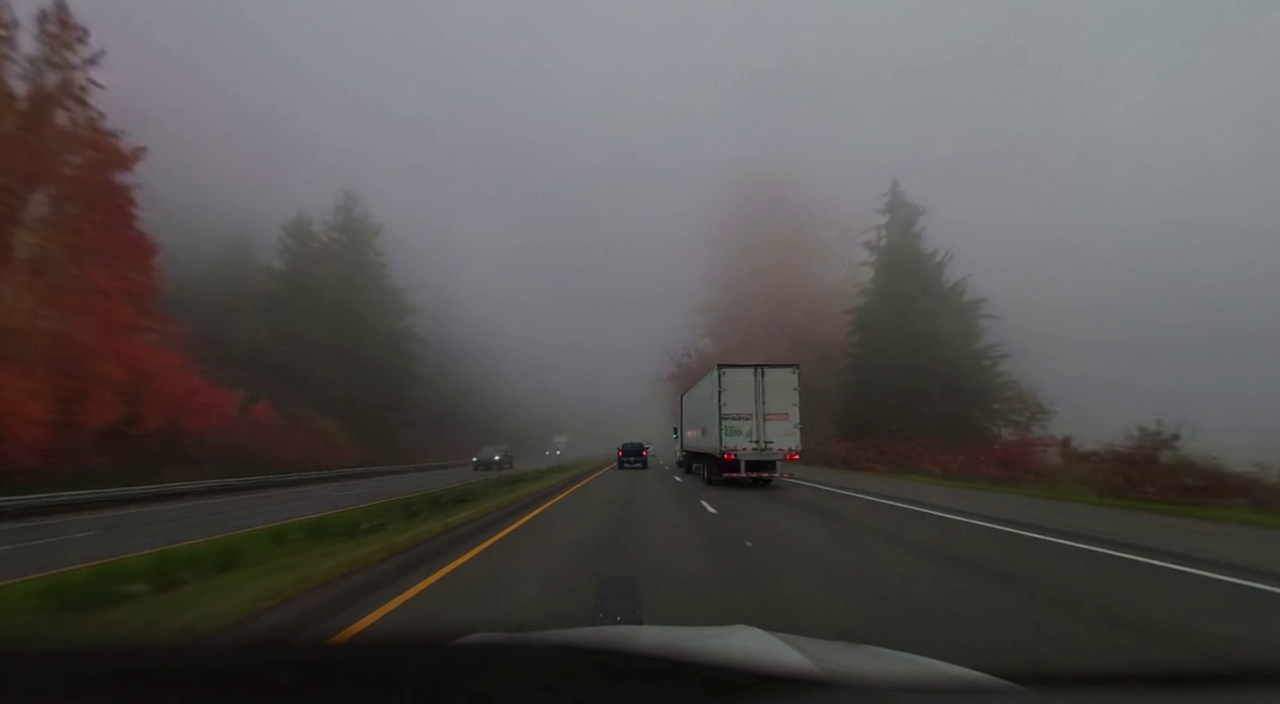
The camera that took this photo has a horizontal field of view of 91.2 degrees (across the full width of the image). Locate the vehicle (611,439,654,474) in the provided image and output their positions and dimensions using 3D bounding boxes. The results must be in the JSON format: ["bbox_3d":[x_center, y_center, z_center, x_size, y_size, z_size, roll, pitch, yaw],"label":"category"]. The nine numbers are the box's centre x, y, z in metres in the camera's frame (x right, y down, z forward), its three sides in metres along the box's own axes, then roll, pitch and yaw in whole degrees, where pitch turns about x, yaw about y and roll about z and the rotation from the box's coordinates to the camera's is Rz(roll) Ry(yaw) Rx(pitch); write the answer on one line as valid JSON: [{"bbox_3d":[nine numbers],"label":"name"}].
[{"bbox_3d":[-0.399,5.472,33.141,2.151,1.693,4.201,0,-9,0],"label":"vehicle"}]

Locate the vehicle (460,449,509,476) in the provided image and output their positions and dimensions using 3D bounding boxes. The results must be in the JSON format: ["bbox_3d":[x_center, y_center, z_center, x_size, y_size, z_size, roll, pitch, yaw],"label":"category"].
[{"bbox_3d":[-9.347,6.682,38.003,1.994,1.505,4.005,0,-9,-1],"label":"vehicle"}]

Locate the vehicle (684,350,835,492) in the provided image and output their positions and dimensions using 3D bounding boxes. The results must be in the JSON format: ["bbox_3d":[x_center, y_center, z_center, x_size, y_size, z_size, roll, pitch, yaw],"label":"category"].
[{"bbox_3d":[3.891,2.970,24.841,3.068,4.042,13.787,0,-9,-1],"label":"vehicle"}]
